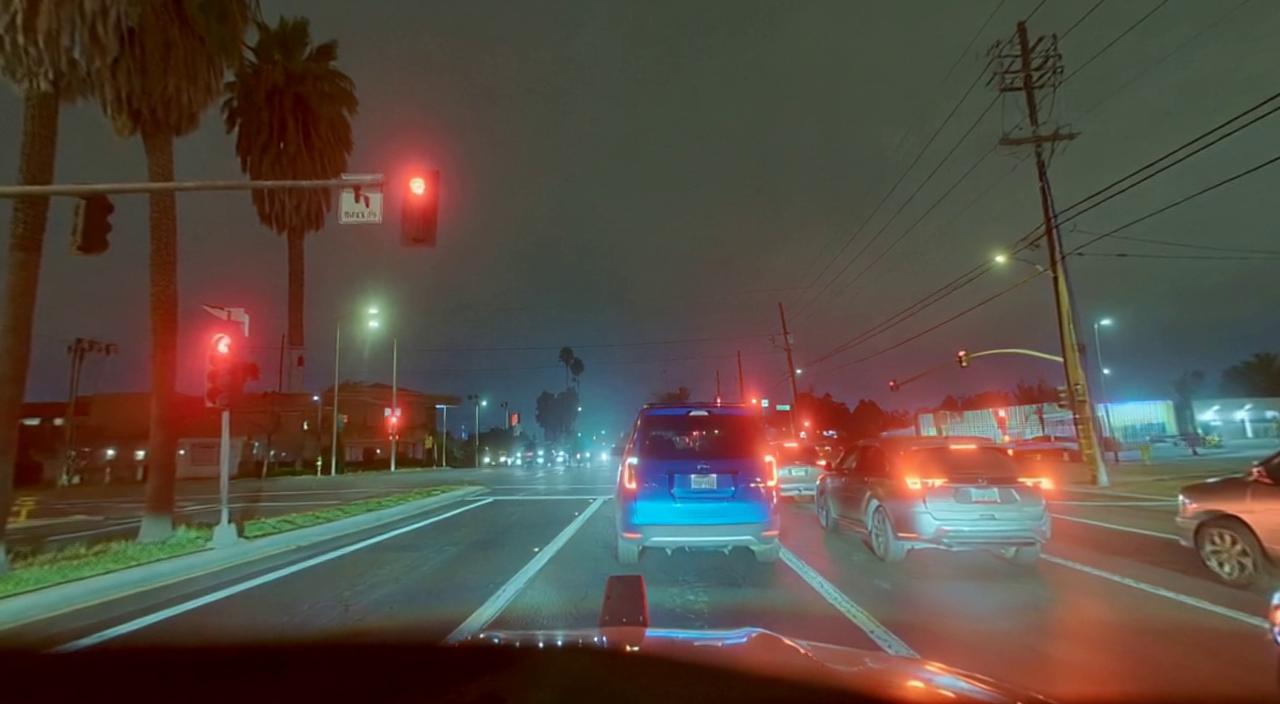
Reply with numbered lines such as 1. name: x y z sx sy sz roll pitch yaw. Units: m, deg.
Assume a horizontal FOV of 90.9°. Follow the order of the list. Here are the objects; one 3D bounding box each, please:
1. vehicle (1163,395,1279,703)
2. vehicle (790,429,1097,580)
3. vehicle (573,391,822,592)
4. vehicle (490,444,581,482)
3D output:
1. vehicle: 3.359 0.656 0.715 1.805 1.485 4.348 0 -9 1
2. vehicle: 3.498 1.824 8.371 1.895 1.456 4.255 0 -9 -1
3. vehicle: 0.453 1.573 7.867 2.228 1.780 4.269 0 -9 -2
4. vehicle: -4.926 5.116 29.372 4.415 1.628 1.964 -9 -12 44
